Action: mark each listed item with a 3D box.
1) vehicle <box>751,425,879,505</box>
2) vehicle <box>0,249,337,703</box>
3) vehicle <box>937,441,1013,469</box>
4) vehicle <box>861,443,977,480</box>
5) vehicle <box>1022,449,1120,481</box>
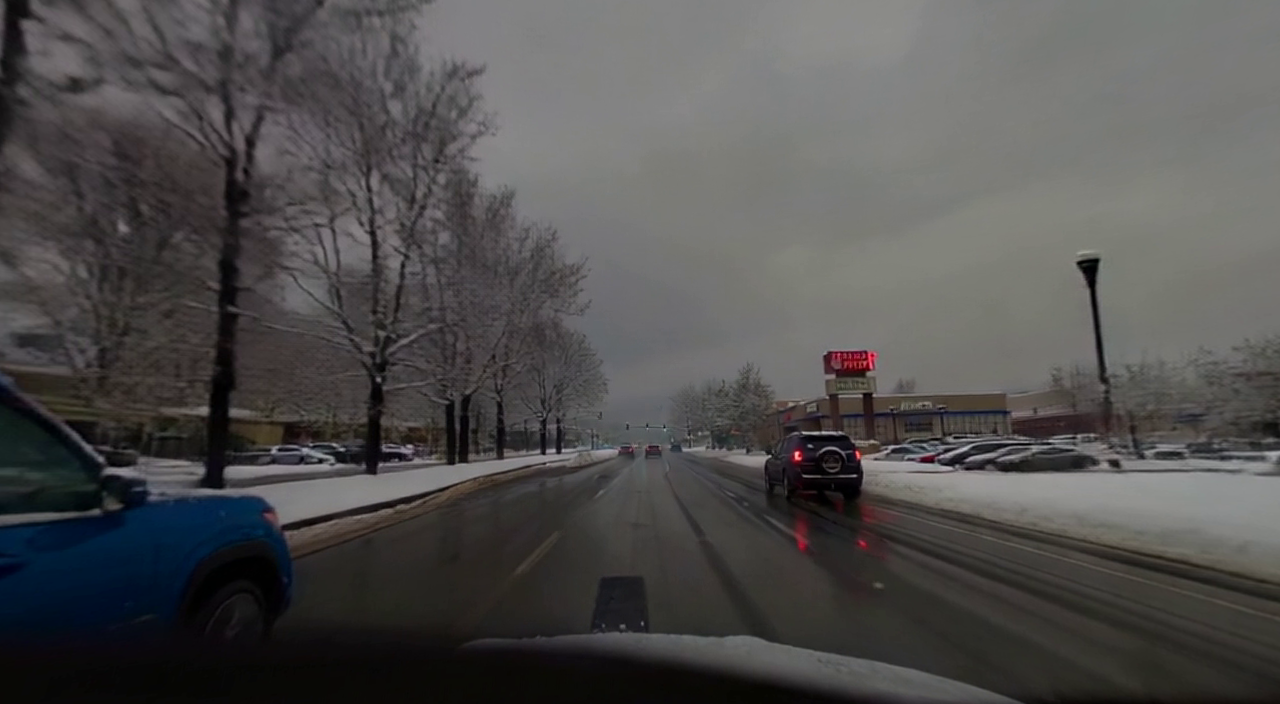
[{"bbox_3d":[4.300,2.848,16.294,2.024,1.773,4.431,0,-8,0],"label":"vehicle"},{"bbox_3d":[-3.241,0.589,1.838,2.210,1.925,4.838,0,-8,1],"label":"vehicle"},{"bbox_3d":[20.716,6.351,39.193,1.959,1.613,4.190,1,-8,-9],"label":"vehicle"},{"bbox_3d":[12.111,4.763,27.598,4.217,1.522,1.755,-1,-9,4],"label":"vehicle"},{"bbox_3d":[21.515,5.633,31.696,1.822,1.460,4.409,0,-8,0],"label":"vehicle"}]
